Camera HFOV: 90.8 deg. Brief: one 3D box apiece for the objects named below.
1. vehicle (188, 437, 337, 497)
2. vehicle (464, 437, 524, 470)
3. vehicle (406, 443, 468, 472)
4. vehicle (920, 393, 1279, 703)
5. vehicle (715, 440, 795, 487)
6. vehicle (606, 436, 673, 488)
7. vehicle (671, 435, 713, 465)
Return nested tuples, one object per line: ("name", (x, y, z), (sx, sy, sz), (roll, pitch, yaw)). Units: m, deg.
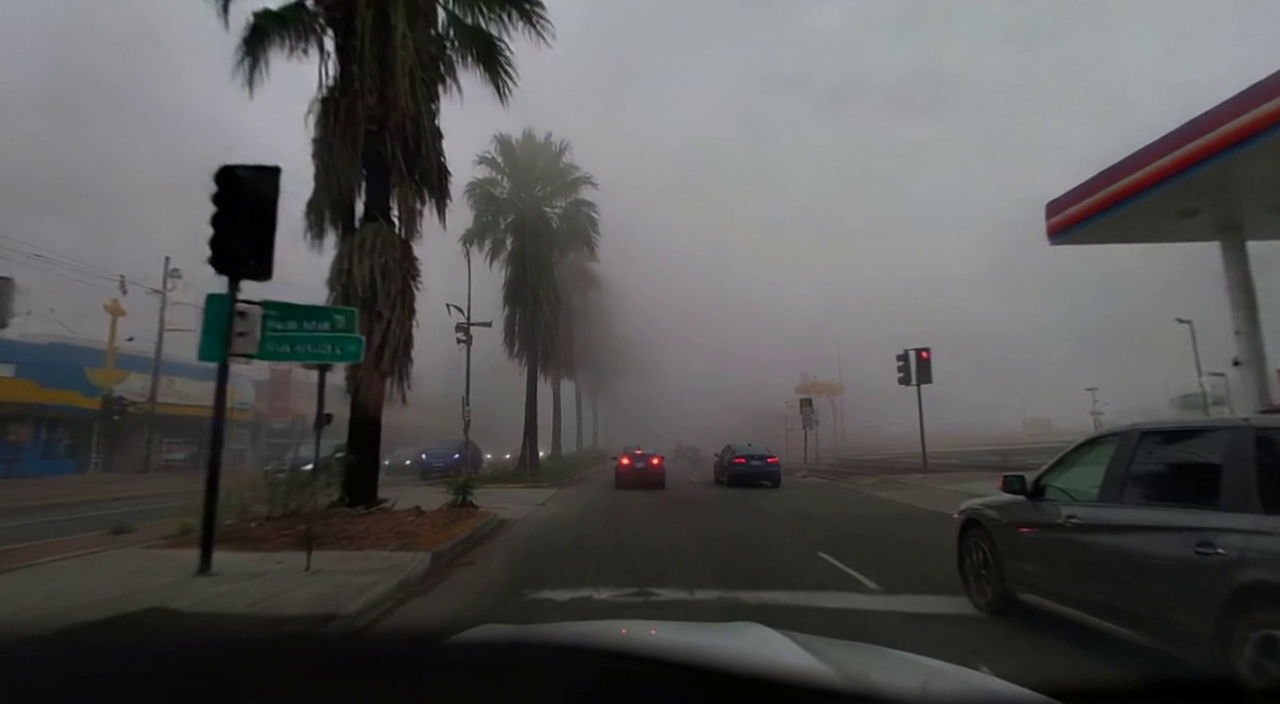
("vehicle", (-12.155, 3.713, 20.793), (2.006, 1.737, 4.537), (0, -9, 1))
("vehicle", (-8.130, 5.698, 35.643), (1.980, 1.719, 4.963), (-1, -9, 3))
("vehicle", (-11.394, 5.951, 35.724), (1.908, 1.506, 4.397), (0, -9, 2))
("vehicle", (3.491, 1.048, 3.433), (1.987, 1.474, 4.198), (0, -9, 0))
("vehicle", (3.818, 3.779, 21.751), (1.889, 1.448, 4.262), (0, -9, -1))
("vehicle", (-0.048, 3.630, 21.145), (2.021, 1.550, 4.090), (0, -9, -1))
("vehicle", (3.331, 6.427, 41.531), (2.299, 1.803, 5.434), (0, -8, 0))
